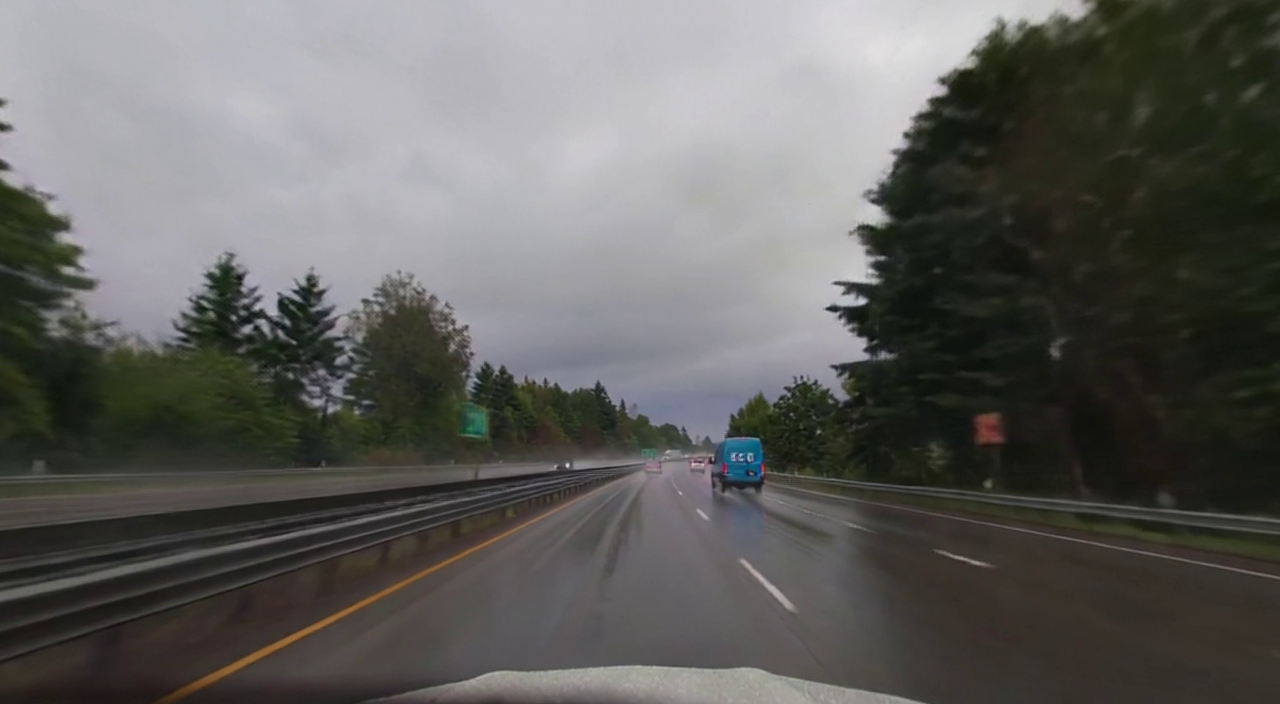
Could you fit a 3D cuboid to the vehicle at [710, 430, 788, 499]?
[{"bbox_3d":[4.537,4.900,27.359,2.366,2.595,5.793,1,-11,0],"label":"vehicle"}]
